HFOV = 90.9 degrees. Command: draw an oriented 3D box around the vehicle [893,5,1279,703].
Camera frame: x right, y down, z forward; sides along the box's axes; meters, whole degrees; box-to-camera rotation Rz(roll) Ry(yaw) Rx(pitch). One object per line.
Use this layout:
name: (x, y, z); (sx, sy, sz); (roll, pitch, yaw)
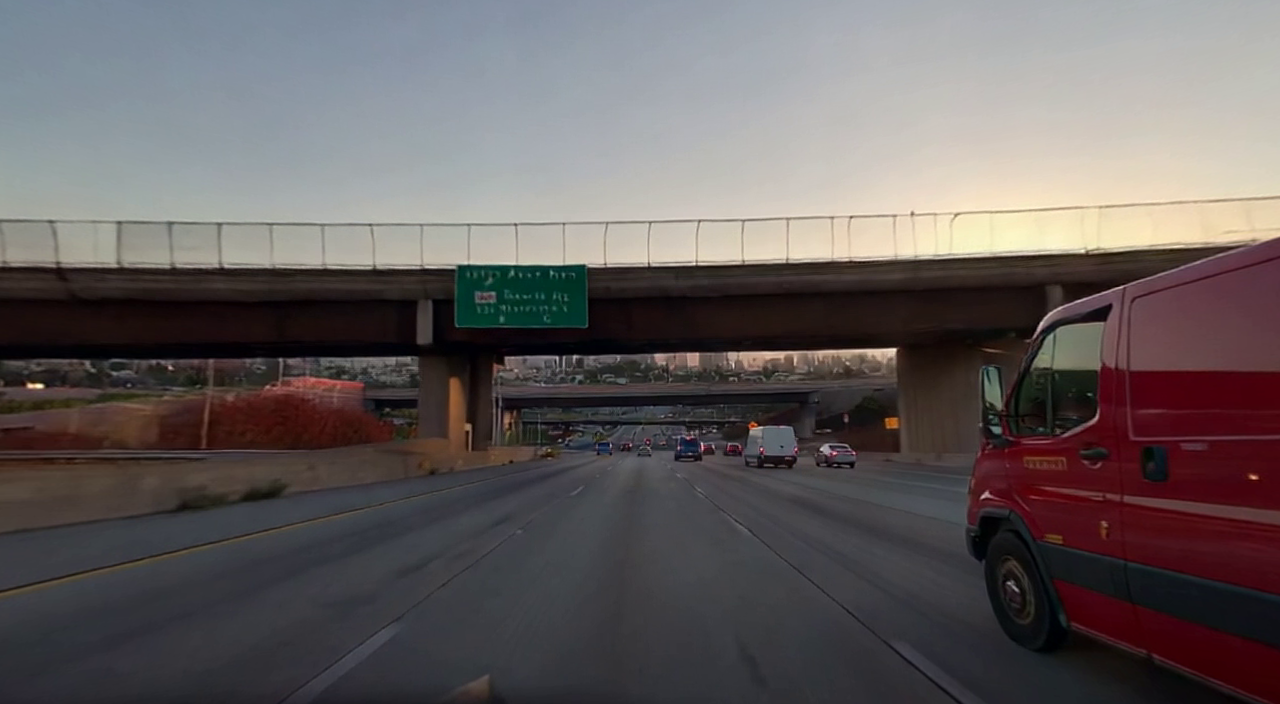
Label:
vehicle: (3.333, 0.154, 1.486); (2.436, 2.745, 7.034); (0, -8, -1)

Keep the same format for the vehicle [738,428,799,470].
vehicle: (7.265, 5.547, 36.315); (2.301, 2.203, 5.419); (0, -8, -1)

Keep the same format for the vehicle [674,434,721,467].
vehicle: (3.655, 6.415, 41.259); (2.464, 1.961, 5.520); (0, -8, -1)

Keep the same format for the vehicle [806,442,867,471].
vehicle: (10.781, 5.773, 34.997); (1.976, 1.474, 4.779); (0, -9, 1)
